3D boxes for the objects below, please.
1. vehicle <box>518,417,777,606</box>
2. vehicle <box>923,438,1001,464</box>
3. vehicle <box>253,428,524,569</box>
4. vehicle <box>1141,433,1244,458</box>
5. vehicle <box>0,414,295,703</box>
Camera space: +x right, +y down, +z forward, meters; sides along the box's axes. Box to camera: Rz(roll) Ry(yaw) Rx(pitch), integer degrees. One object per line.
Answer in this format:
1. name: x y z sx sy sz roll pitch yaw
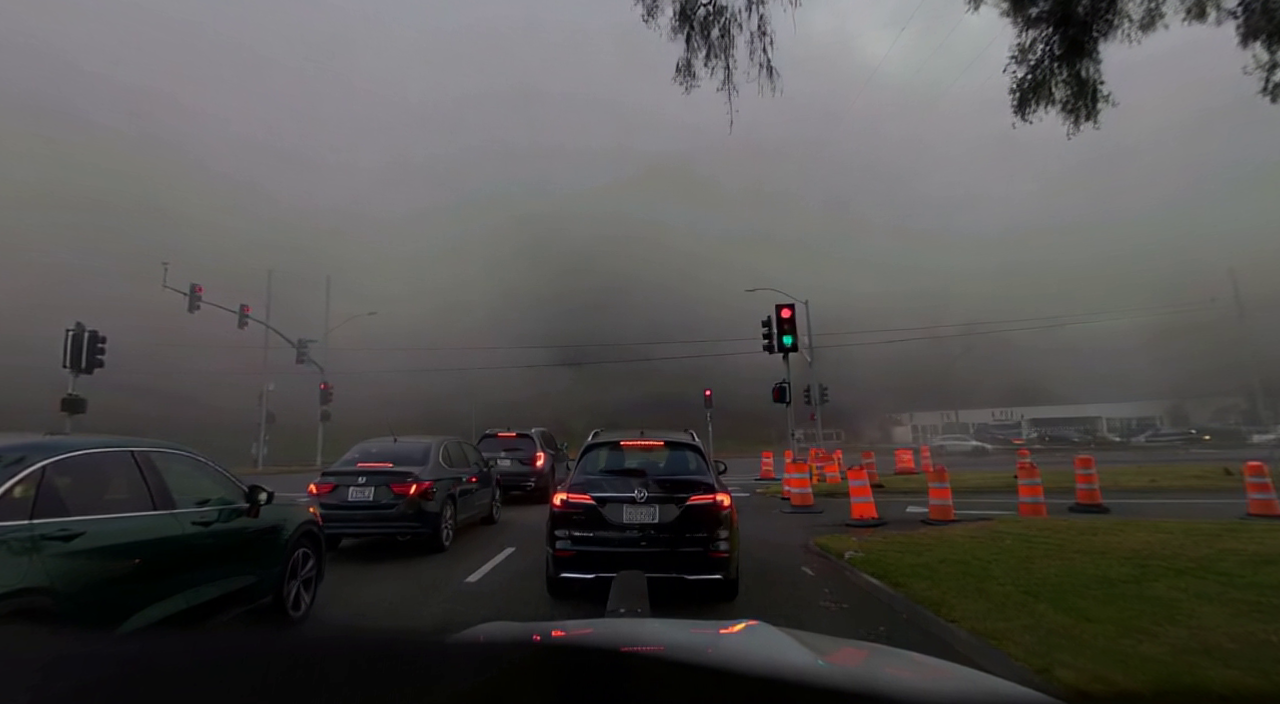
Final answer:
1. vehicle: 0.108 1.623 7.216 2.167 1.560 3.676 0 -9 1
2. vehicle: 20.812 6.399 40.801 4.051 1.583 1.794 0 -9 1
3. vehicle: -3.266 2.002 9.452 1.989 1.541 4.626 0 -9 2
4. vehicle: 35.813 6.087 40.896 4.807 1.504 1.837 0 -9 1
5. vehicle: -3.592 0.944 2.162 2.064 1.497 4.722 0 -9 1
